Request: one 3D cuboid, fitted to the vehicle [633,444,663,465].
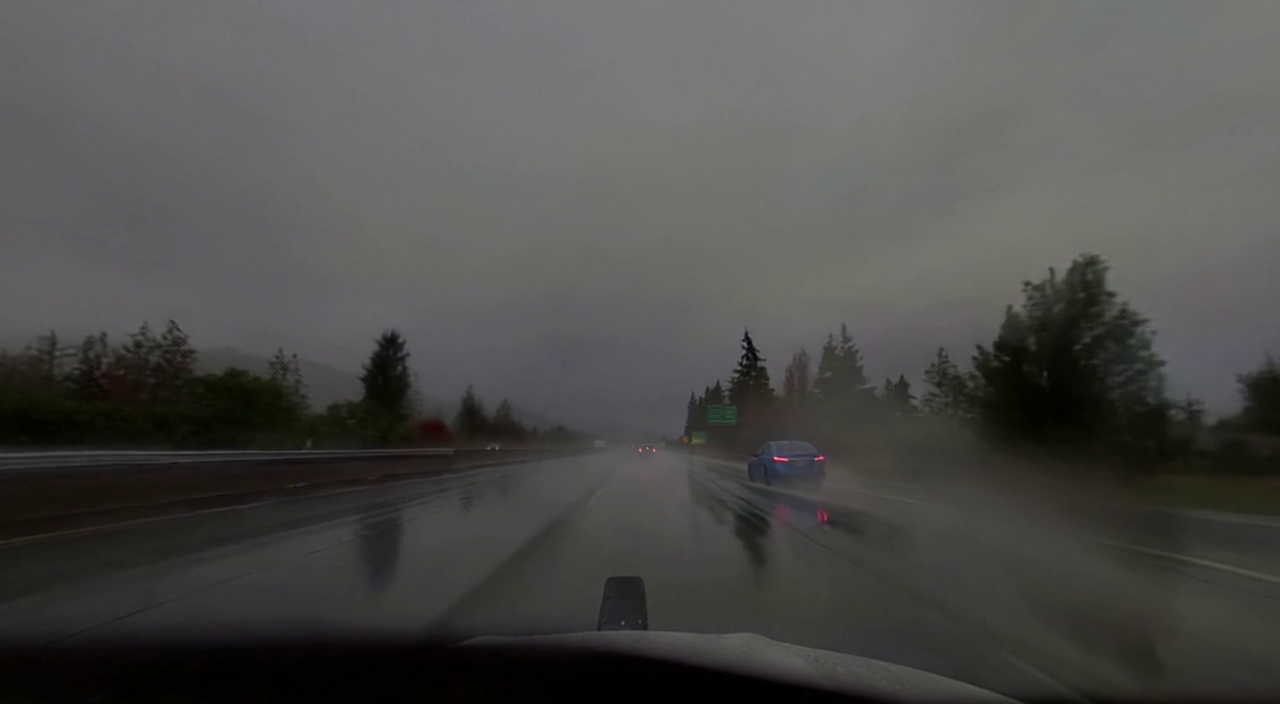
[{"bbox_3d":[0.529,7.382,45.551,2.052,1.449,3.857,0,-8,0],"label":"vehicle"}]

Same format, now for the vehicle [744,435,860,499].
[{"bbox_3d":[4.325,3.135,17.605,2.008,1.524,4.598,0,-8,0],"label":"vehicle"}]
